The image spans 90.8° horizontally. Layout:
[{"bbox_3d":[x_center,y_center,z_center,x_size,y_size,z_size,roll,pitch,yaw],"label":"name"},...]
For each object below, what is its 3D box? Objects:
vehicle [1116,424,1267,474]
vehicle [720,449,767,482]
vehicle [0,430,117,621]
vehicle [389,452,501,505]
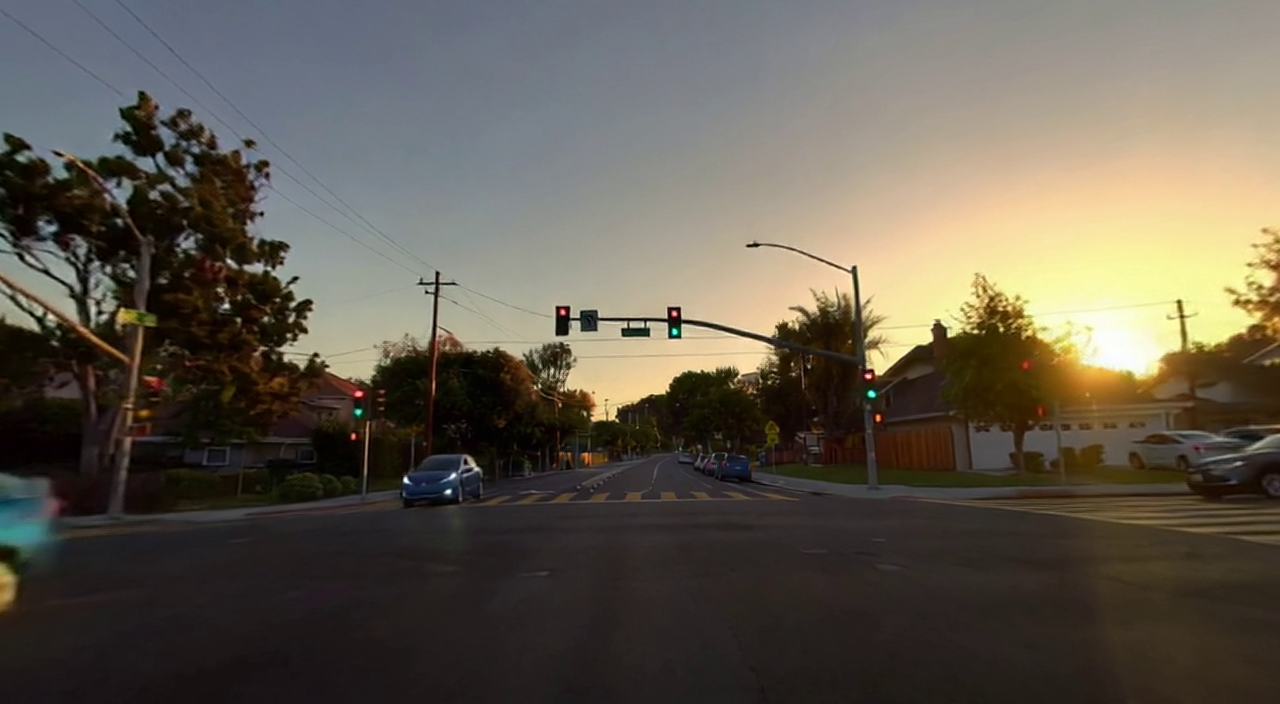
[{"bbox_3d":[22.718,4.047,26.360,1.964,1.858,4.881,-1,-9,2],"label":"vehicle"},{"bbox_3d":[5.620,6.181,34.715,1.891,1.611,4.269,0,-9,0],"label":"vehicle"},{"bbox_3d":[-6.671,1.408,4.690,1.982,1.686,4.195,0,-9,-1],"label":"vehicle"},{"bbox_3d":[-6.717,4.389,22.500,2.270,1.605,4.958,0,-9,2],"label":"vehicle"}]
